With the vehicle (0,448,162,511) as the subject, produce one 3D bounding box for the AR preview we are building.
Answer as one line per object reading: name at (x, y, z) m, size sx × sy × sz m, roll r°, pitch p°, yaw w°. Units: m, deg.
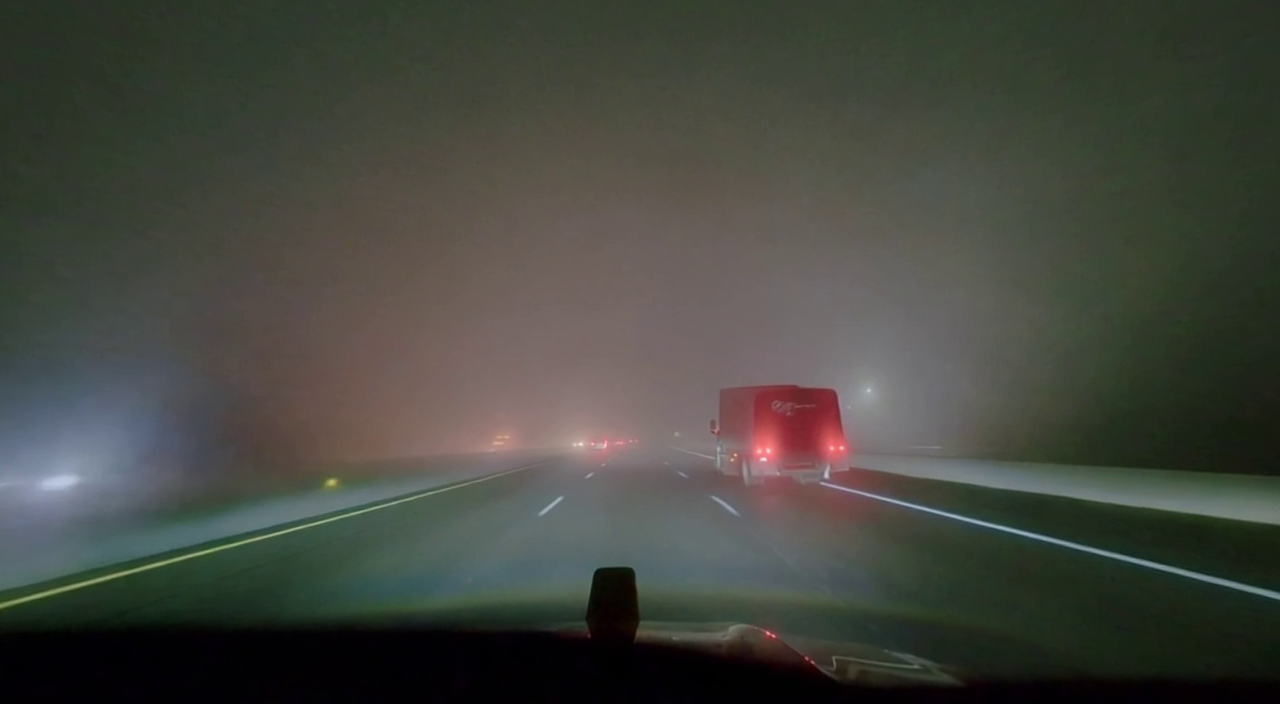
vehicle at (-16.785, 3.619, 18.419) m, size 1.970 × 1.541 × 4.610 m, roll 0°, pitch -8°, yaw 0°
